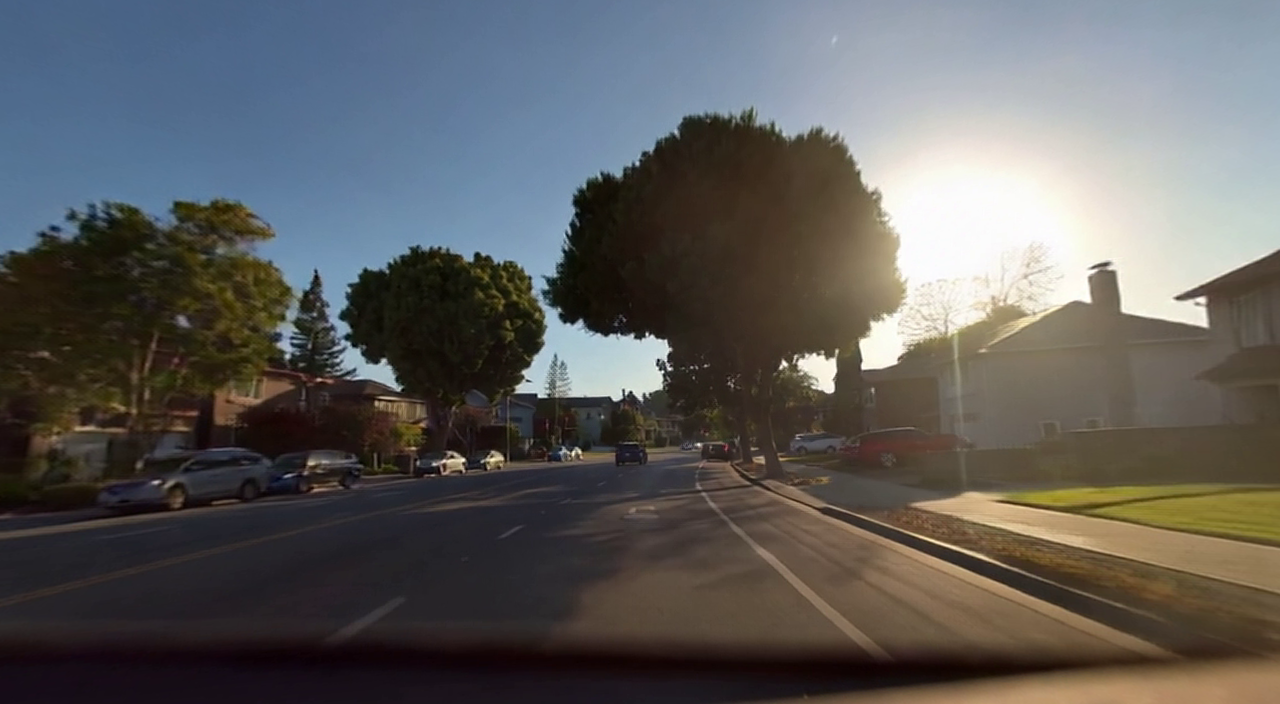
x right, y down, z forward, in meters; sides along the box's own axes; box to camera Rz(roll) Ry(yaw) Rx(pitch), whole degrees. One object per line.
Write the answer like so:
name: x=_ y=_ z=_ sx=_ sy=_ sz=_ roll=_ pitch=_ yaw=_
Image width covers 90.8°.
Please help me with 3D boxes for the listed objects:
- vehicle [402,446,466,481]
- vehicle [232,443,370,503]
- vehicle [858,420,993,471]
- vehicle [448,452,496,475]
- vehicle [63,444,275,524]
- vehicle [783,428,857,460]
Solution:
vehicle: x=-12.587 y=6.801 z=38.856 sx=2.009 sy=1.789 sz=4.449 roll=-6 pitch=-9 yaw=6
vehicle: x=-13.556 y=4.793 z=25.820 sx=2.114 sy=1.931 sz=5.936 roll=-6 pitch=-8 yaw=3
vehicle: x=11.332 y=3.727 z=25.317 sx=4.383 sy=1.602 sz=1.920 roll=-5 pitch=-8 yaw=2
vehicle: x=-11.765 y=7.826 z=44.519 sx=1.695 sy=1.423 sz=4.371 roll=-5 pitch=-9 yaw=7
vehicle: x=-13.923 y=3.863 z=19.287 sx=2.157 sy=1.882 sz=5.479 roll=-4 pitch=-8 yaw=2
vehicle: x=12.658 y=6.493 z=44.651 sx=4.463 sy=1.765 sz=1.960 roll=-5 pitch=-8 yaw=1
